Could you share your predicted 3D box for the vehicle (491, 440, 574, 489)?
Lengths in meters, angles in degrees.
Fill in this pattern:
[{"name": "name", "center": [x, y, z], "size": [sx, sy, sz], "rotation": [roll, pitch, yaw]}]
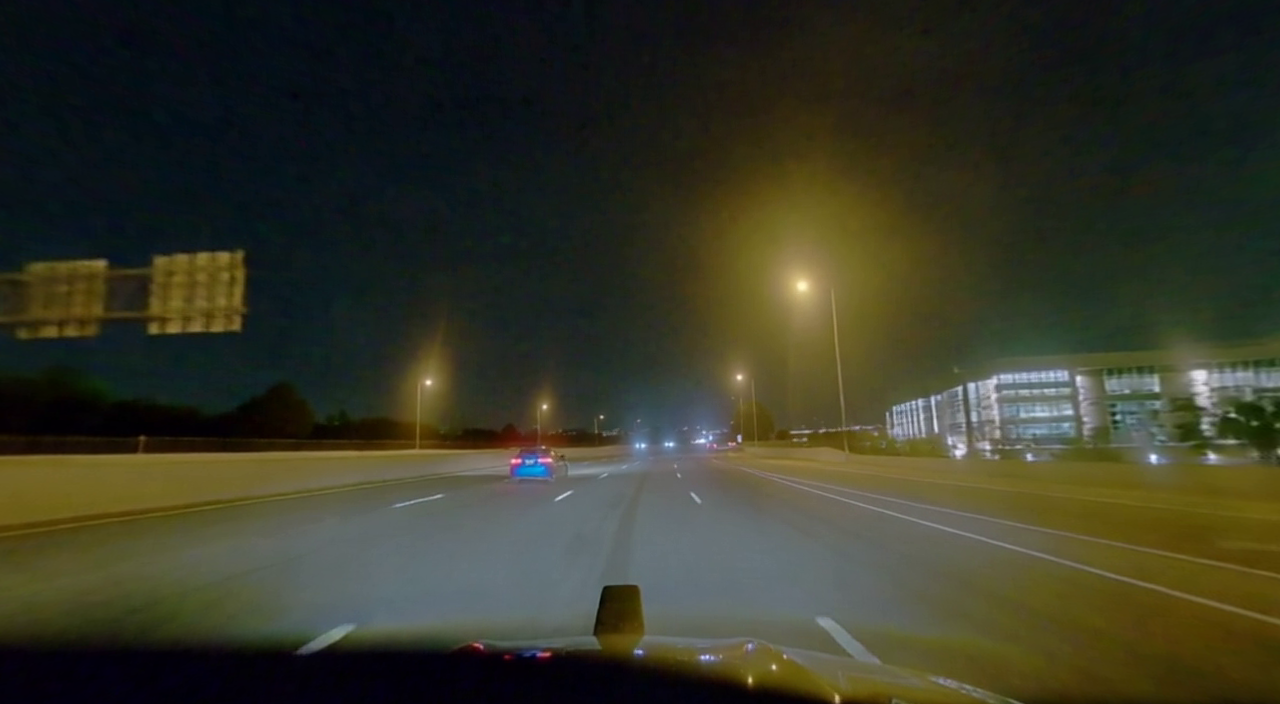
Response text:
[{"name": "vehicle", "center": [-3.808, 4.067, 23.214], "size": [2.087, 1.566, 4.756], "rotation": [-1, -9, 2]}]
